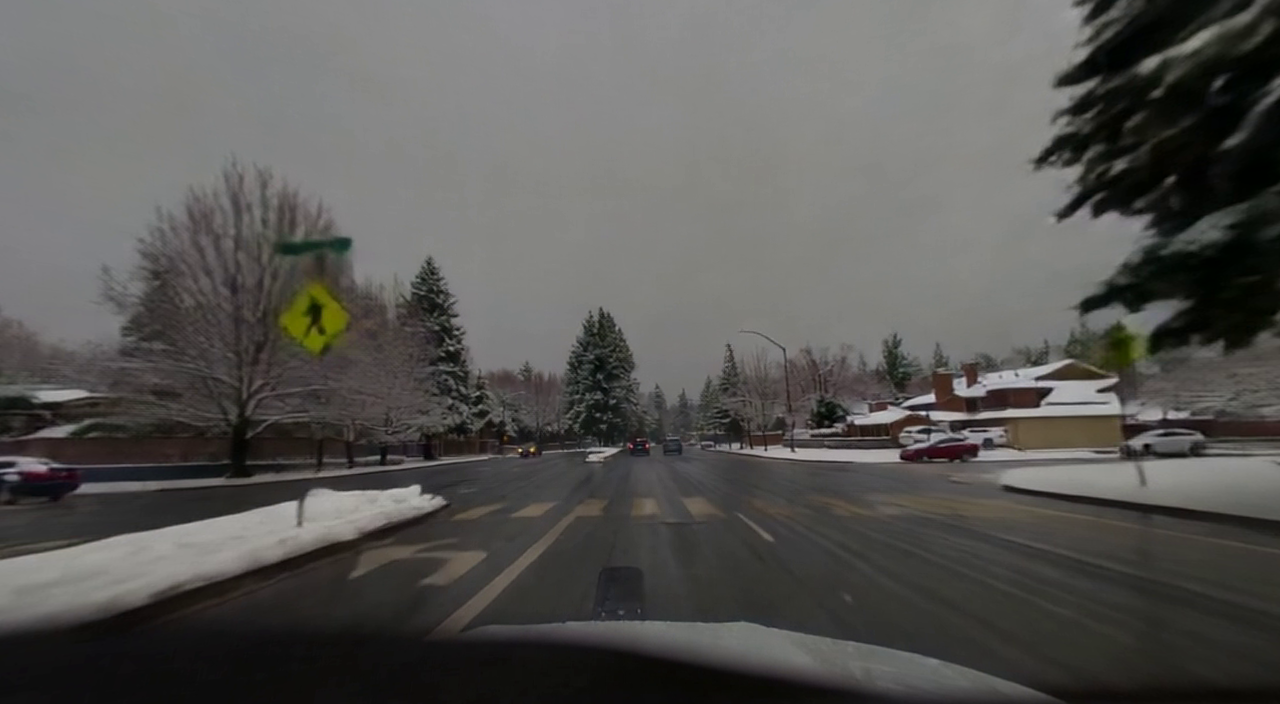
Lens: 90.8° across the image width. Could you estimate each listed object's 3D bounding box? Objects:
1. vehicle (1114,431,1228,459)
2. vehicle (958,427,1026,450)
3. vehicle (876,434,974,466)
[{"bbox_3d":[29.807,5.226,35.566,4.593,1.479,2.033,0,-9,0],"label":"vehicle"},{"bbox_3d":[24.338,6.000,43.859,1.982,1.503,4.572,0,-8,-2],"label":"vehicle"},{"bbox_3d":[15.719,5.435,35.155,4.696,1.651,2.218,-3,-9,20],"label":"vehicle"}]
